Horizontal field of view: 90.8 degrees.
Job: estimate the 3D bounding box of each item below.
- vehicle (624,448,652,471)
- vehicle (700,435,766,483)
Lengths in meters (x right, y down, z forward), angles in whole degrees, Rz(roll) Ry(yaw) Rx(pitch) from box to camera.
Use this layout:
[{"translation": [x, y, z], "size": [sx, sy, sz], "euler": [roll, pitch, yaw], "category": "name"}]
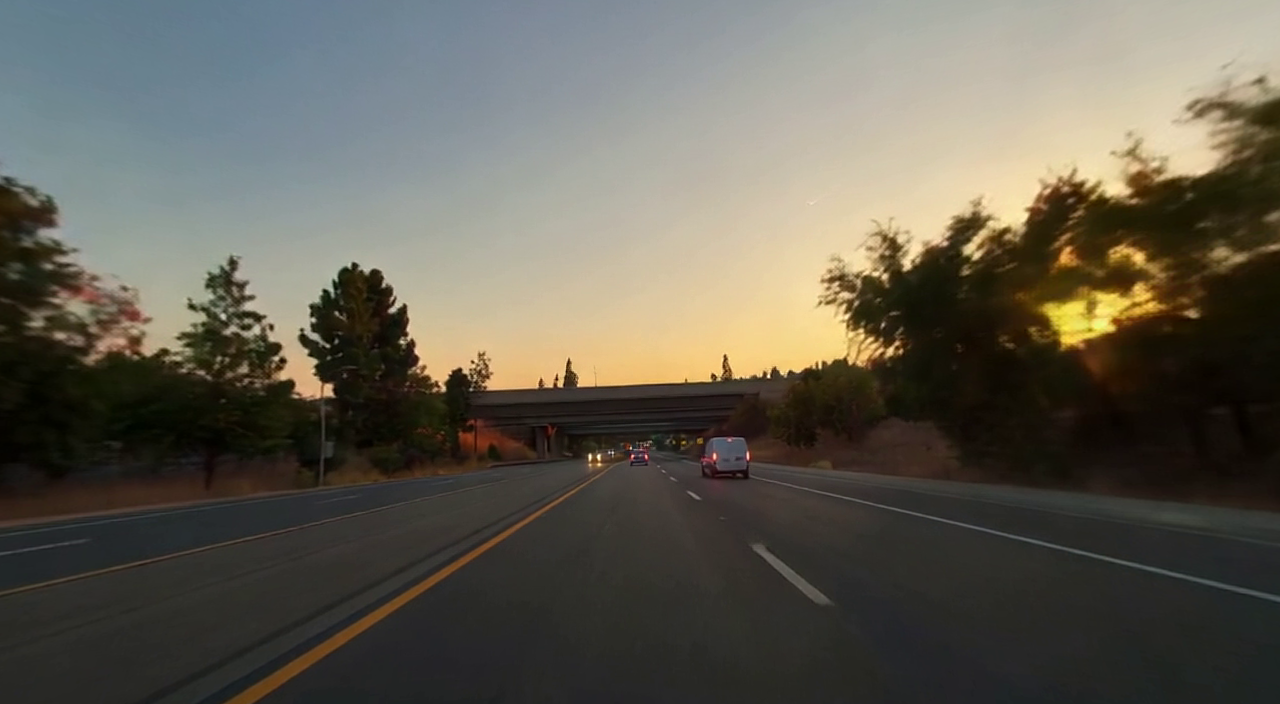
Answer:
[{"translation": [-0.145, 8.022, 47.285], "size": [2.013, 1.584, 3.995], "euler": [0, -9, 1], "category": "vehicle"}, {"translation": [4.108, 4.878, 28.940], "size": [2.152, 1.998, 5.380], "euler": [0, -9, -1], "category": "vehicle"}]
